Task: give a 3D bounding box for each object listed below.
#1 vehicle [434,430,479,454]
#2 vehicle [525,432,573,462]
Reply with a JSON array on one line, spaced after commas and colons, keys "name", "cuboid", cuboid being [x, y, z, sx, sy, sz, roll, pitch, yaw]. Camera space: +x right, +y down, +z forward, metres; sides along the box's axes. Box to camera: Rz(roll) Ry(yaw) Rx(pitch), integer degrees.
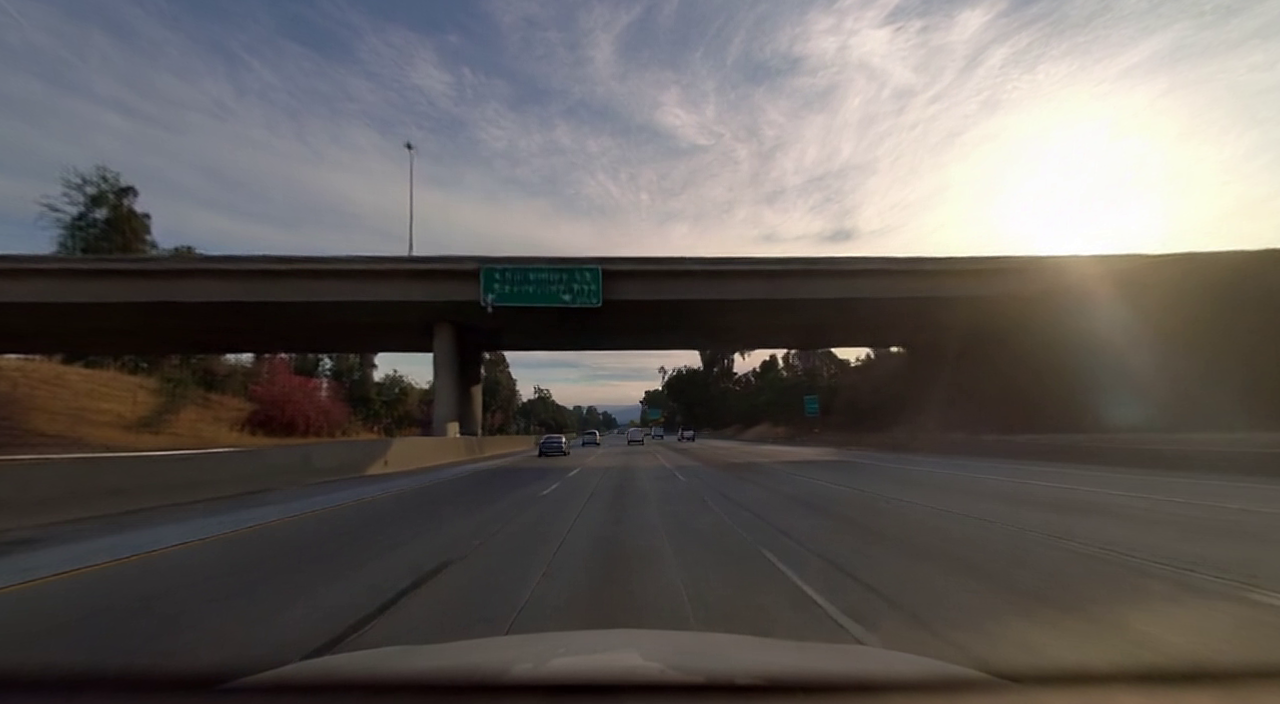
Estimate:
[{"name": "vehicle", "cuboid": [-13.746, 6.776, 47.507, 2.011, 1.687, 4.740, 0, -8, 0]}, {"name": "vehicle", "cuboid": [-4.756, 5.015, 33.368, 1.933, 1.473, 4.023, 0, -8, 0]}]
